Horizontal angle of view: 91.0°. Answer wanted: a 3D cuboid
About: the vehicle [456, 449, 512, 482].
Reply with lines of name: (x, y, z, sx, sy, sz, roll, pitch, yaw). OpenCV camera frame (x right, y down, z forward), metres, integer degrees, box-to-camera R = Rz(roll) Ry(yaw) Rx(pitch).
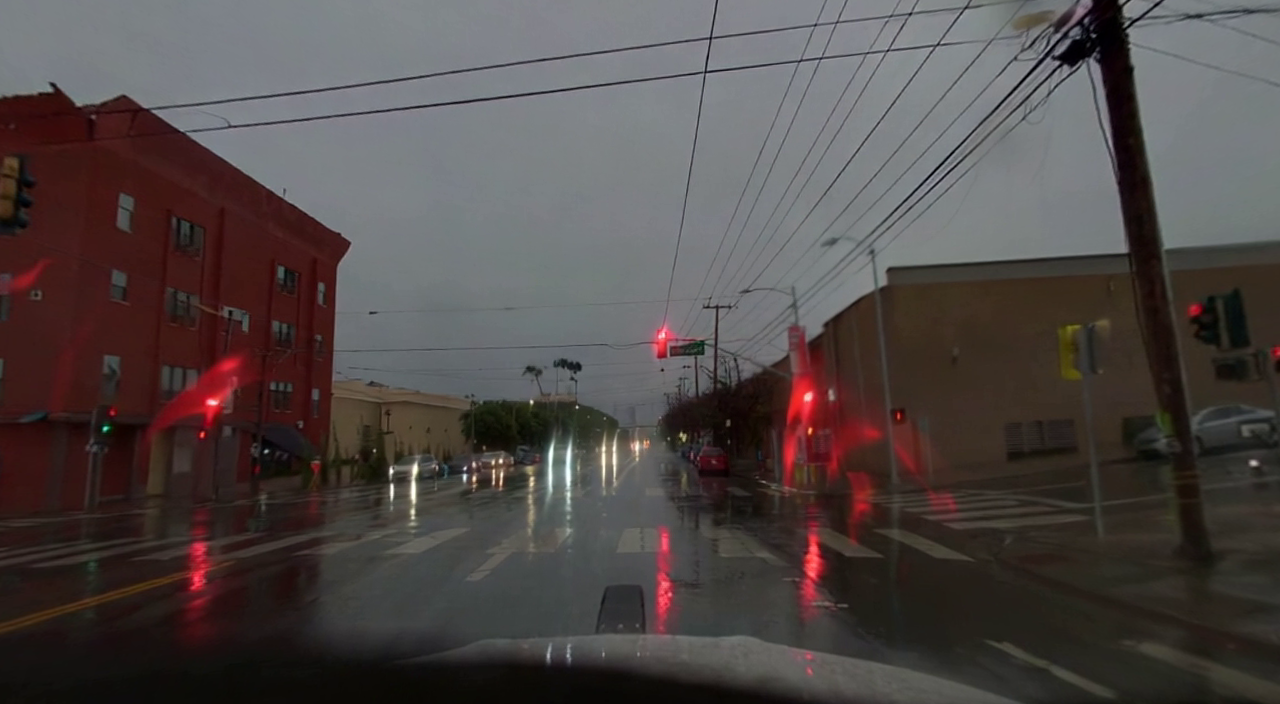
vehicle: (-8.733, 6.358, 35.553, 2.020, 1.672, 3.842, 0, -9, 3)

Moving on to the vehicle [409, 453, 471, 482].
vehicle: (-11.974, 6.946, 38.050, 1.943, 1.574, 4.727, 0, -9, 3)

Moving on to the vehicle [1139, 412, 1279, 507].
vehicle: (12.630, 2.152, 12.782, 3.234, 1.746, 1.941, -1, -9, 1)

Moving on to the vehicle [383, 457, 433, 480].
vehicle: (-16.709, 8.369, 45.608, 1.843, 1.494, 4.109, 0, -9, 3)
